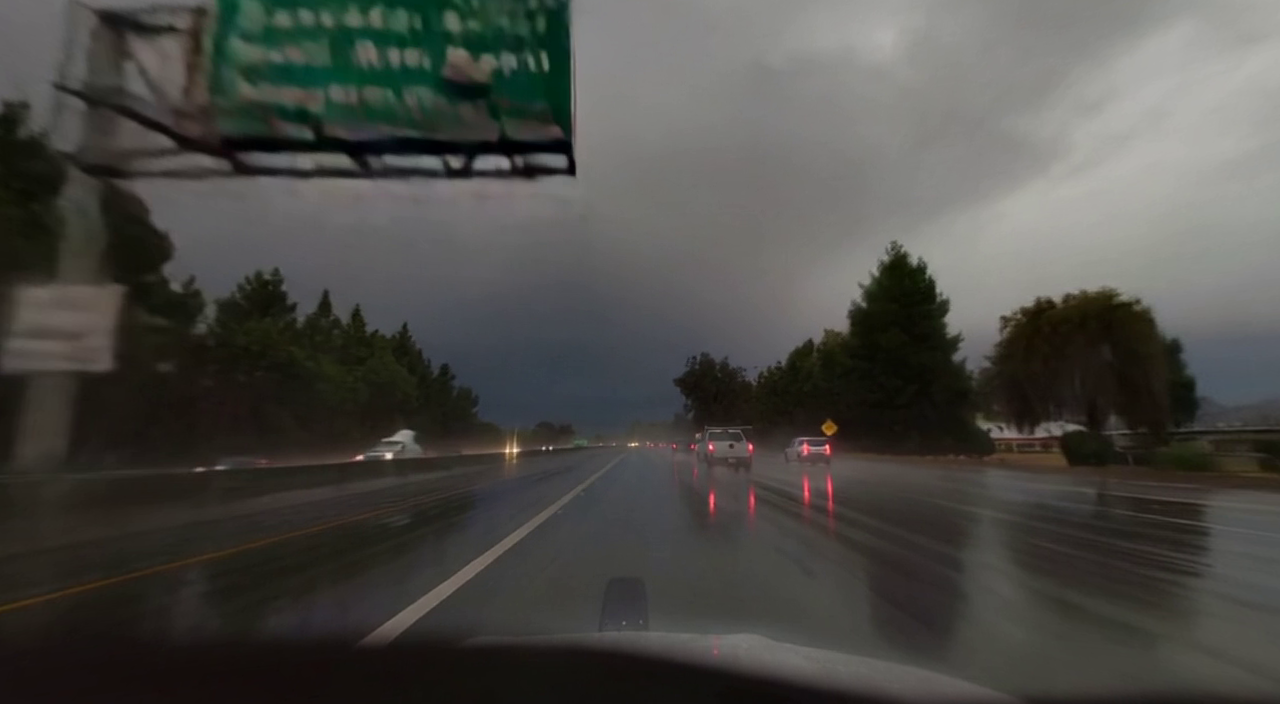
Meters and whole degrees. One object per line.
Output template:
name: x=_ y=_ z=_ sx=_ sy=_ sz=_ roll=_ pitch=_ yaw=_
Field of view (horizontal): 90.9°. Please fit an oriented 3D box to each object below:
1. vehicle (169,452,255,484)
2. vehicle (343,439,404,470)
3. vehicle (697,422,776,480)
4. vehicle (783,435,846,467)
vehicle: x=-21.300 y=5.764 z=31.578 sx=1.697 sy=1.415 sz=3.642 roll=0 pitch=-8 yaw=0
vehicle: x=-17.481 y=6.732 z=41.664 sx=2.055 sy=1.898 sz=4.547 roll=0 pitch=-8 yaw=0
vehicle: x=3.606 y=3.853 z=24.751 sx=2.218 sy=1.964 sz=5.662 roll=0 pitch=-8 yaw=0
vehicle: x=9.603 y=5.493 z=35.180 sx=2.045 sy=1.658 sz=4.598 roll=0 pitch=-8 yaw=-2
